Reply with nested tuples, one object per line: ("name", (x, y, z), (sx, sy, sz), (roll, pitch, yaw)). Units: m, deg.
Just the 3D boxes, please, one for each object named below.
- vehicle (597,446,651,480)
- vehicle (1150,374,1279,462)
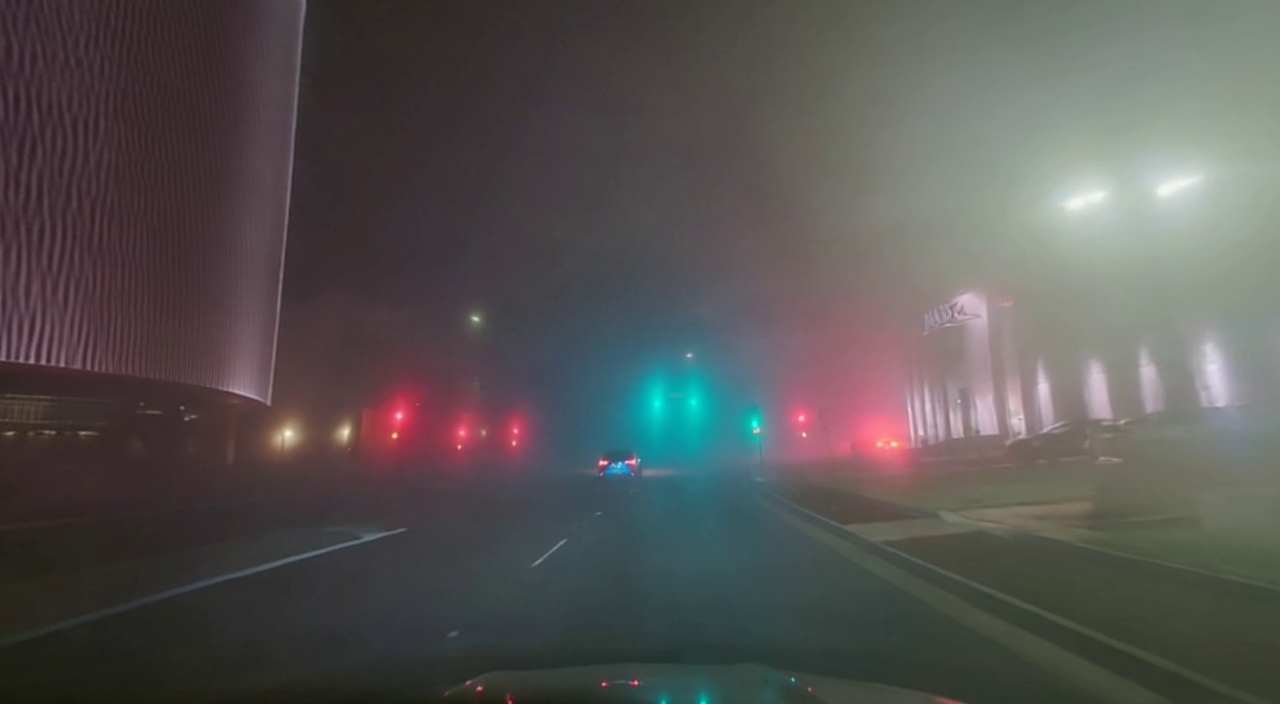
("vehicle", (-0.691, 5.296, 30.344), (1.971, 1.486, 4.380), (-1, -9, 7))
("vehicle", (13.468, 1.335, 12.794), (4.214, 1.615, 2.008), (-3, -10, 7))
